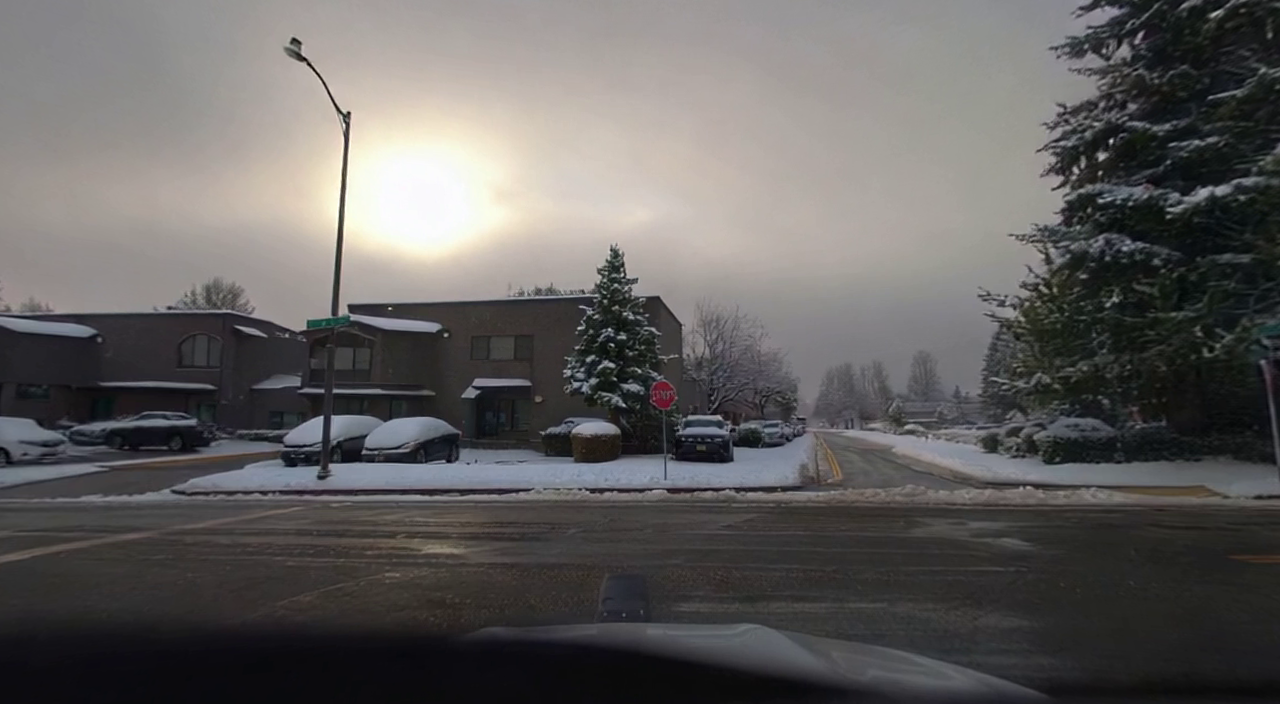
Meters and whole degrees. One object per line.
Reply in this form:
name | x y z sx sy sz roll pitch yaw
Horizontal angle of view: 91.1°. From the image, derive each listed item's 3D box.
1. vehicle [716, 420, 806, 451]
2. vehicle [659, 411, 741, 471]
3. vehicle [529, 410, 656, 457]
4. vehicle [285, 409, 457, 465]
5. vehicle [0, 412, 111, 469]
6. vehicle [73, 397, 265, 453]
vehicle | 7.373 5.142 38.537 5.004 1.797 1.946 -5 -10 31
vehicle | 2.051 3.336 23.436 2.305 1.962 5.685 0 -8 -2
vehicle | -2.010 3.761 28.510 2.267 1.920 5.798 -7 -11 40
vehicle | -8.767 2.821 20.839 4.778 1.753 1.959 0 -9 -2
vehicle | -23.453 3.292 23.360 5.418 1.994 2.233 0 -8 -1
vehicle | -28.403 4.508 38.133 9.384 3.230 2.928 0 -9 3
